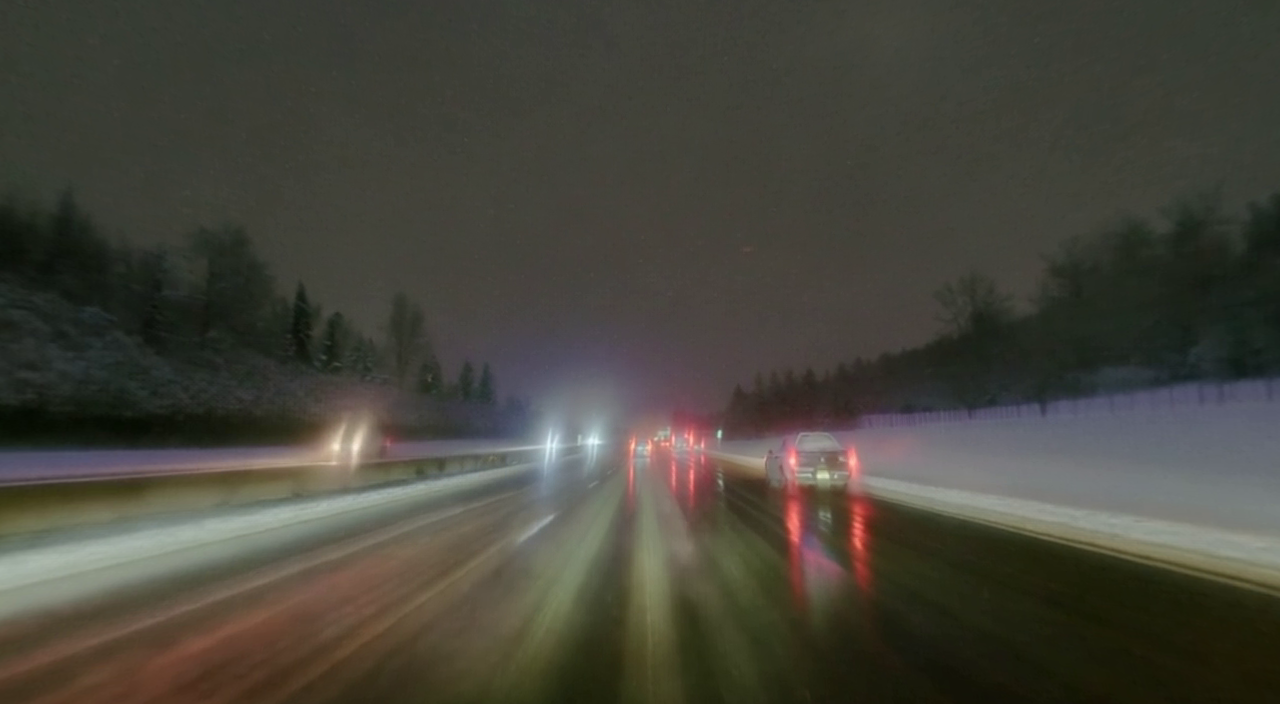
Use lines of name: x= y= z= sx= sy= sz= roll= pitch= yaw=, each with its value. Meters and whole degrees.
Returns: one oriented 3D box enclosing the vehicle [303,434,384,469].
vehicle: x=-16.868 y=5.695 z=36.103 sx=2.096 sy=1.844 sz=4.770 roll=0 pitch=-8 yaw=3
